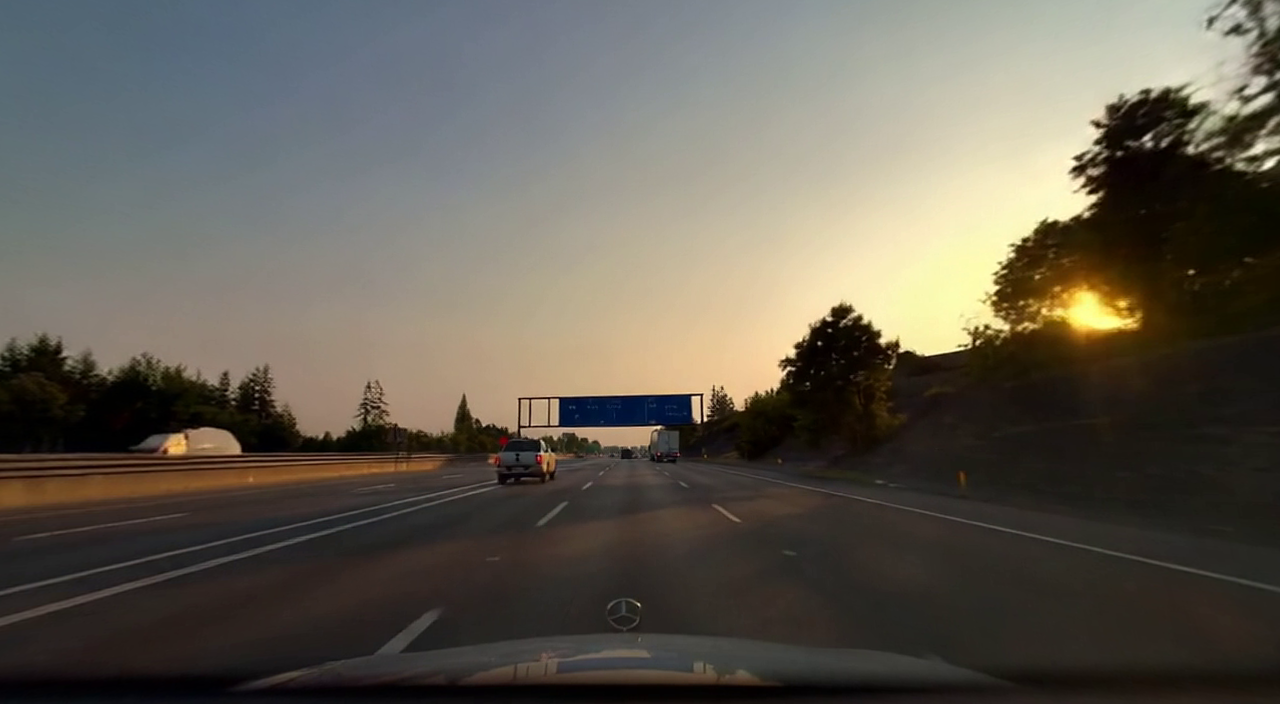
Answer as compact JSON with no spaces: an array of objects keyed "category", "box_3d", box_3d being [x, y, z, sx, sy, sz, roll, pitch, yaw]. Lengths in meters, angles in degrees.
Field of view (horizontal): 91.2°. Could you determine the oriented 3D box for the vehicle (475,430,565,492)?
[{"category":"vehicle","box_3d":[-3.961,3.715,21.630,2.173,1.857,4.800,0,-9,0]}]
